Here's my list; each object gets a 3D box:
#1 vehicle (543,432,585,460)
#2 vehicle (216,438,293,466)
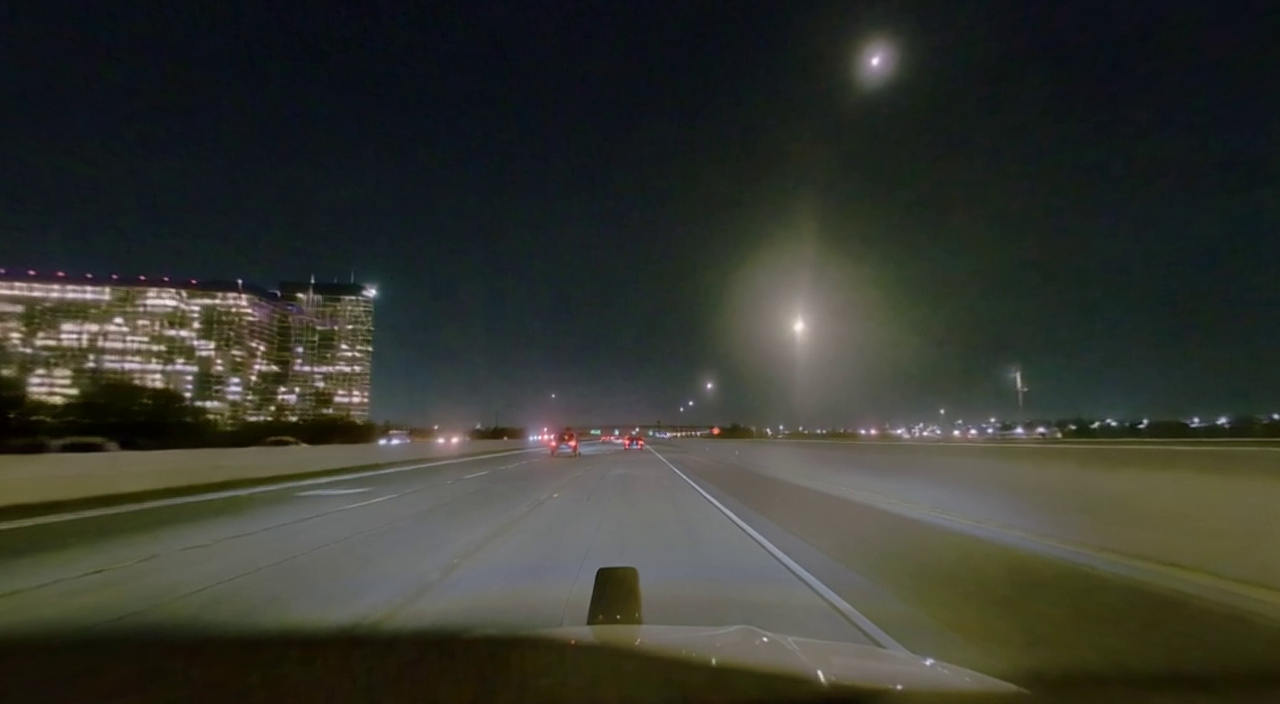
[{"bbox_3d":[-4.647,5.793,38.943,2.036,1.612,4.510,0,-8,0],"label":"vehicle"},{"bbox_3d":[-21.050,5.442,34.489,1.775,1.458,3.812,0,-8,0],"label":"vehicle"}]
